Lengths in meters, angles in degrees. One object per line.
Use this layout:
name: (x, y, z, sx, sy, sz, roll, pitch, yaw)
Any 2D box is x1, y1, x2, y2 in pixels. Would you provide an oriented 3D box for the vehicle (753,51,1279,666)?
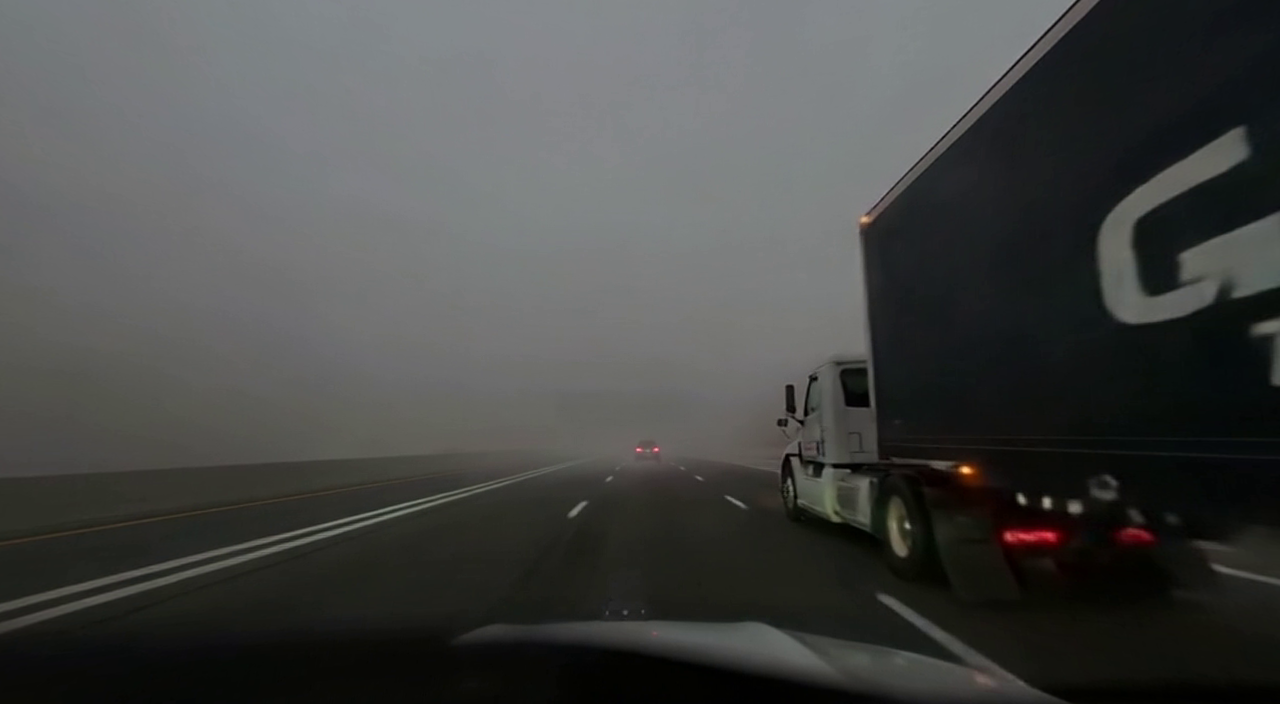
vehicle: (4.122, 0.648, 9.059, 3.027, 3.903, 10.307, 0, -8, 0)

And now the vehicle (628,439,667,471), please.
vehicle: (0.399, 5.614, 34.532, 2.050, 1.654, 4.192, 0, -8, 0)
